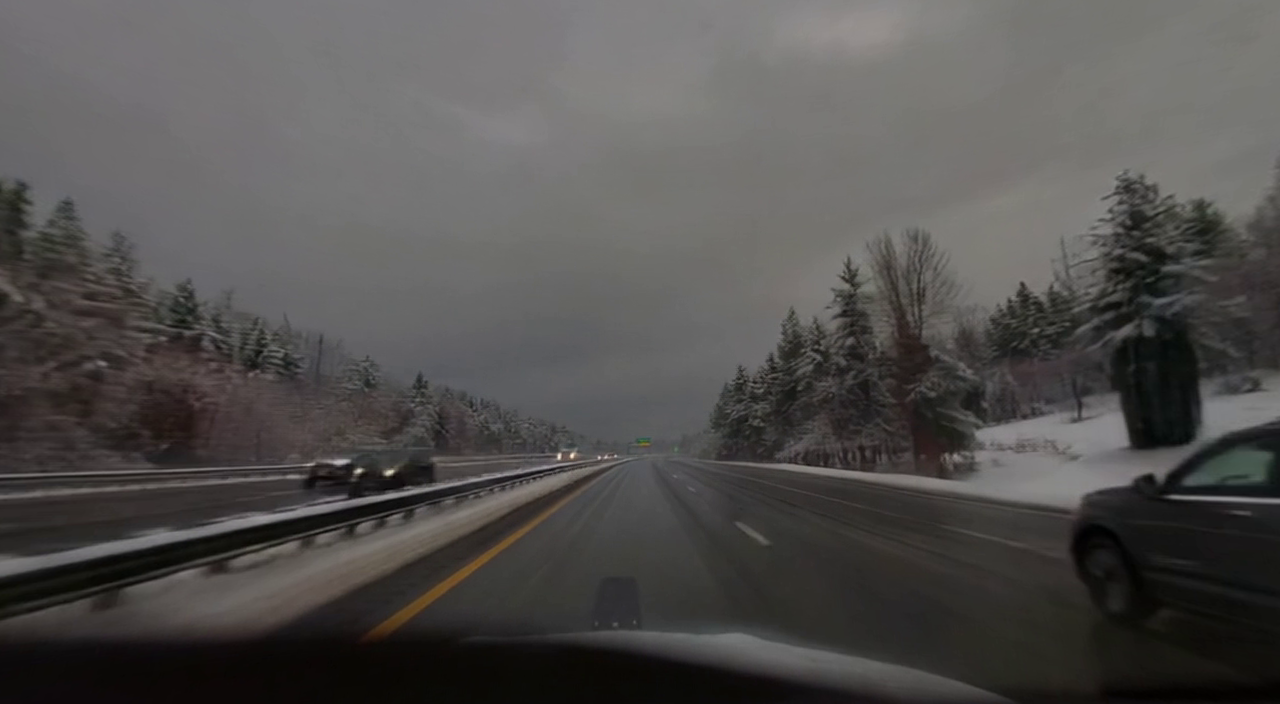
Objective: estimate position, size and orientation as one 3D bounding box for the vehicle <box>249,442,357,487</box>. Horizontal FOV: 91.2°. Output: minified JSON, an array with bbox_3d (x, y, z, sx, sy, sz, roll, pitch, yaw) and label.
[{"bbox_3d":[-13.385,4.474,25.223,1.961,1.654,4.197,0,-9,0],"label":"vehicle"}]

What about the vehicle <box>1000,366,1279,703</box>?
[{"bbox_3d":[4.101,0.877,2.831,2.089,1.660,4.729,0,-9,0],"label":"vehicle"}]

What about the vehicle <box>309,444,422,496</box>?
[{"bbox_3d":[-9.010,3.881,20.986,1.910,1.543,4.064,-1,-9,1],"label":"vehicle"}]
